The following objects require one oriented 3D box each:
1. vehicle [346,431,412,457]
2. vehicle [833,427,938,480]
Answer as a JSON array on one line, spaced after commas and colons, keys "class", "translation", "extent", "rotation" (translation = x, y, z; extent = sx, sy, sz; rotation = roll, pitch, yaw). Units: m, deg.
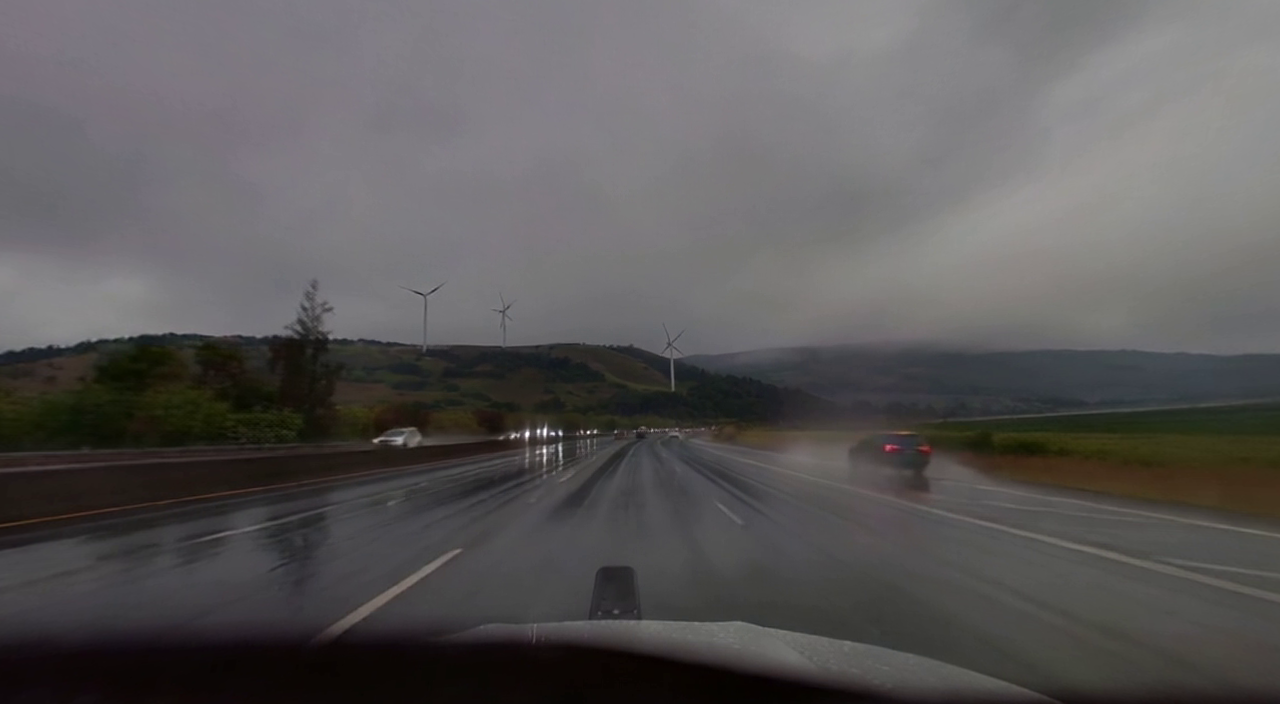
[{"class": "vehicle", "translation": [-16.171, 5.707, 39.322], "extent": [2.122, 1.528, 4.581], "rotation": [0, -8, 0]}, {"class": "vehicle", "translation": [7.849, 3.266, 20.414], "extent": [1.926, 1.559, 2.968], "rotation": [1, -8, -6]}]
